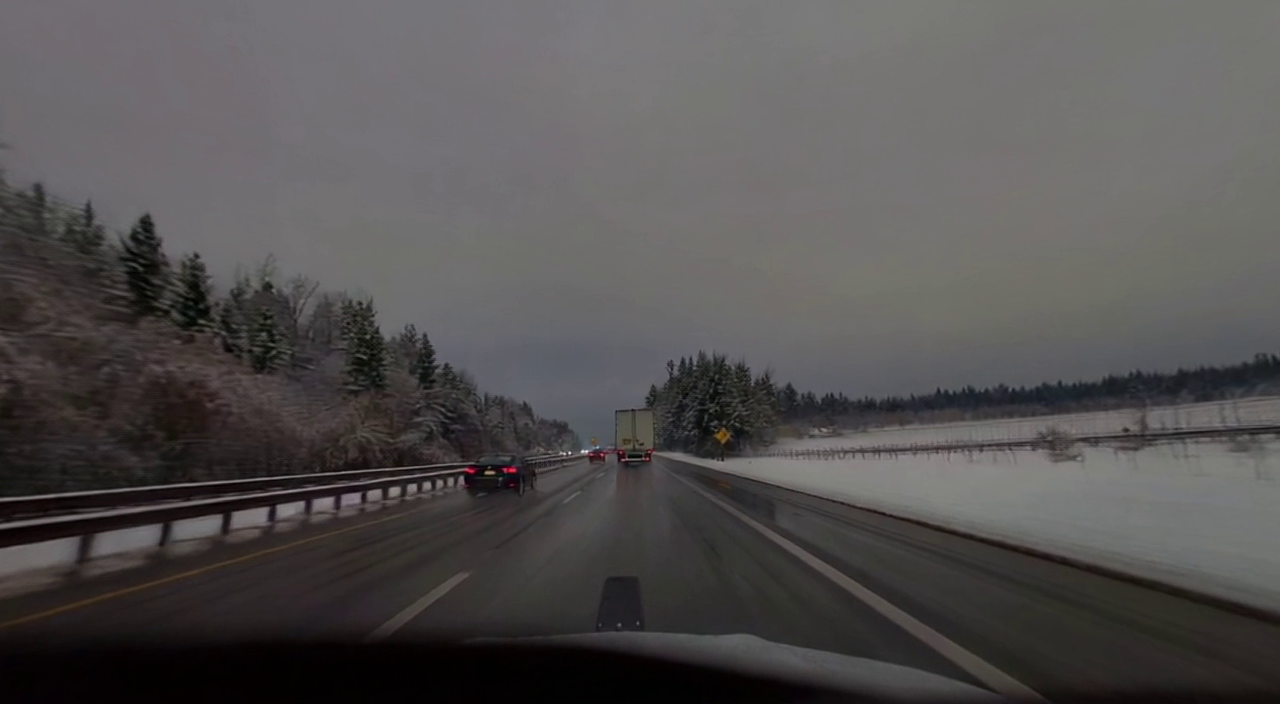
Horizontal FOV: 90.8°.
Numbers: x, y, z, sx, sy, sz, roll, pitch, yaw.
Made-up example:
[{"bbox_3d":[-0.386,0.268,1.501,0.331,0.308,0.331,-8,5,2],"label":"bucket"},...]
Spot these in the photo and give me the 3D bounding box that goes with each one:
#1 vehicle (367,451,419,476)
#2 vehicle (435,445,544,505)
[{"bbox_3d":[-17.197,7.765,44.129,1.896,1.641,4.116,0,-9,0],"label":"vehicle"},{"bbox_3d":[-4.074,3.406,17.869,1.968,1.460,4.227,0,-9,1],"label":"vehicle"}]
